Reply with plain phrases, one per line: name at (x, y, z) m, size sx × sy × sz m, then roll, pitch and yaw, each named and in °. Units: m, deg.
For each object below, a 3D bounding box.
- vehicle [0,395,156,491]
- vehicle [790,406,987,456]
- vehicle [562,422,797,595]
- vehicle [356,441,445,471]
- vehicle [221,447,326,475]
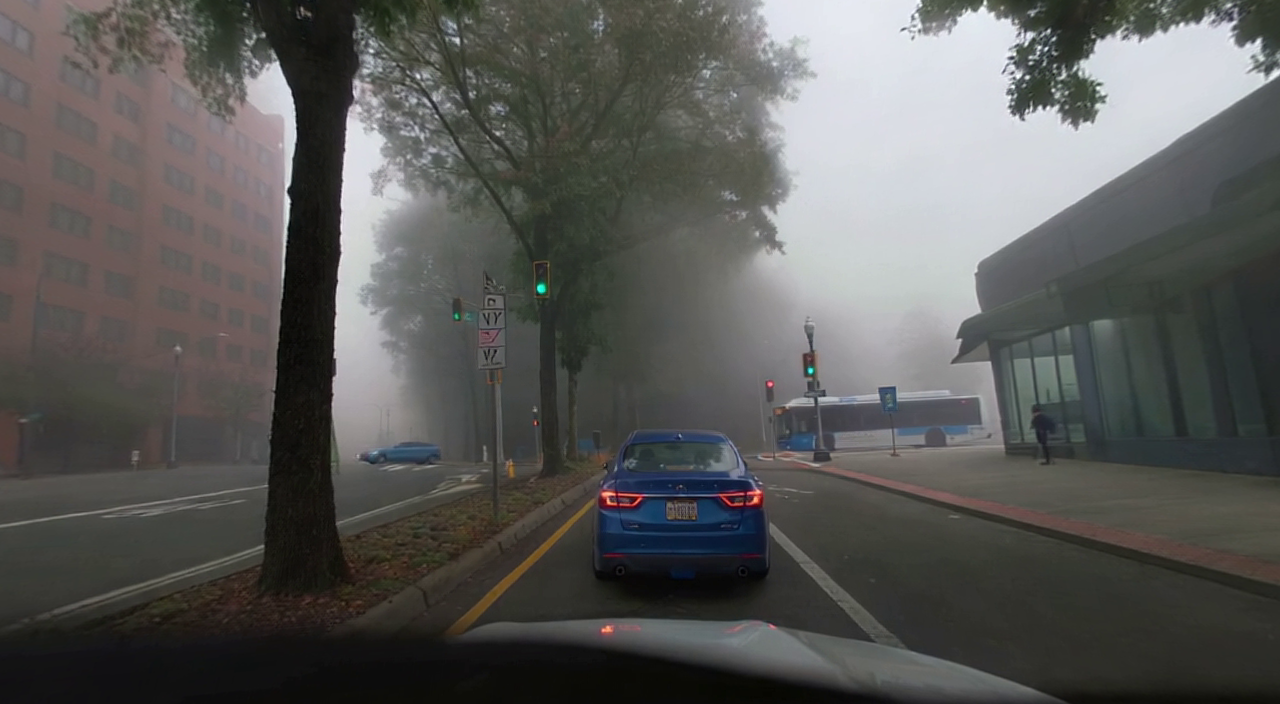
vehicle at (-25.912, 3.647, 25.362) m, size 2.692 × 3.685 × 10.153 m, roll -3°, pitch -9°, yaw 20°
vehicle at (18.997, 6.209, 49.158) m, size 13.811 × 3.706 × 2.997 m, roll -1°, pitch -9°, yaw 3°
vehicle at (0.374, 1.631, 7.388) m, size 2.006 × 1.470 × 3.799 m, roll 0°, pitch -8°, yaw 1°
vehicle at (-14.469, 6.278, 38.338) m, size 4.561 × 1.645 × 1.892 m, roll 8°, pitch -12°, yaw -42°
vehicle at (-20.989, 6.209, 36.418) m, size 1.883 × 1.461 × 4.830 m, roll -5°, pitch -10°, yaw 30°
